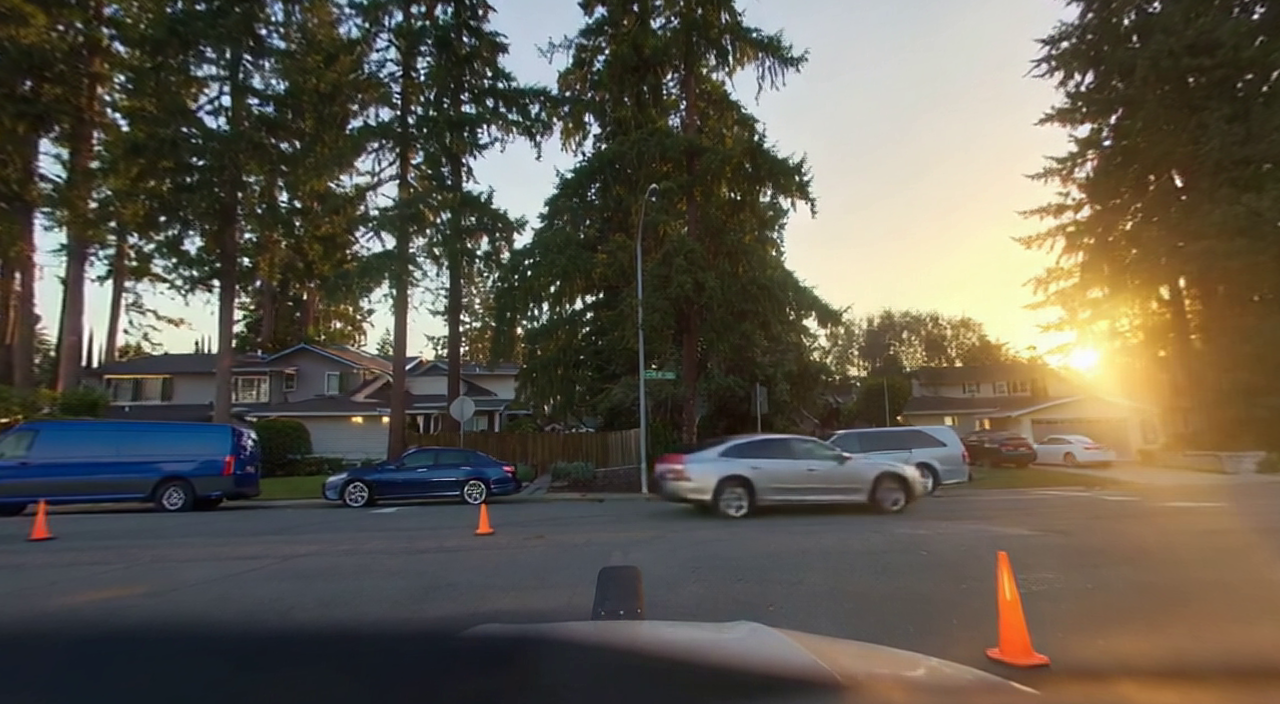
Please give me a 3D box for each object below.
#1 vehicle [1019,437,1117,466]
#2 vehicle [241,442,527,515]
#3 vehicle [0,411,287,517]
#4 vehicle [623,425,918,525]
[{"bbox_3d":[22.496,5.244,33.258,3.863,1.453,1.826,1,-8,-4],"label":"vehicle"},{"bbox_3d":[-6.637,3.381,17.387,6.643,1.777,2.925,1,-9,-5],"label":"vehicle"},{"bbox_3d":[-14.254,3.051,16.933,7.824,2.323,2.863,-2,-10,-3],"label":"vehicle"},{"bbox_3d":[2.078,2.109,11.176,4.684,1.556,2.087,1,-8,-4],"label":"vehicle"}]
